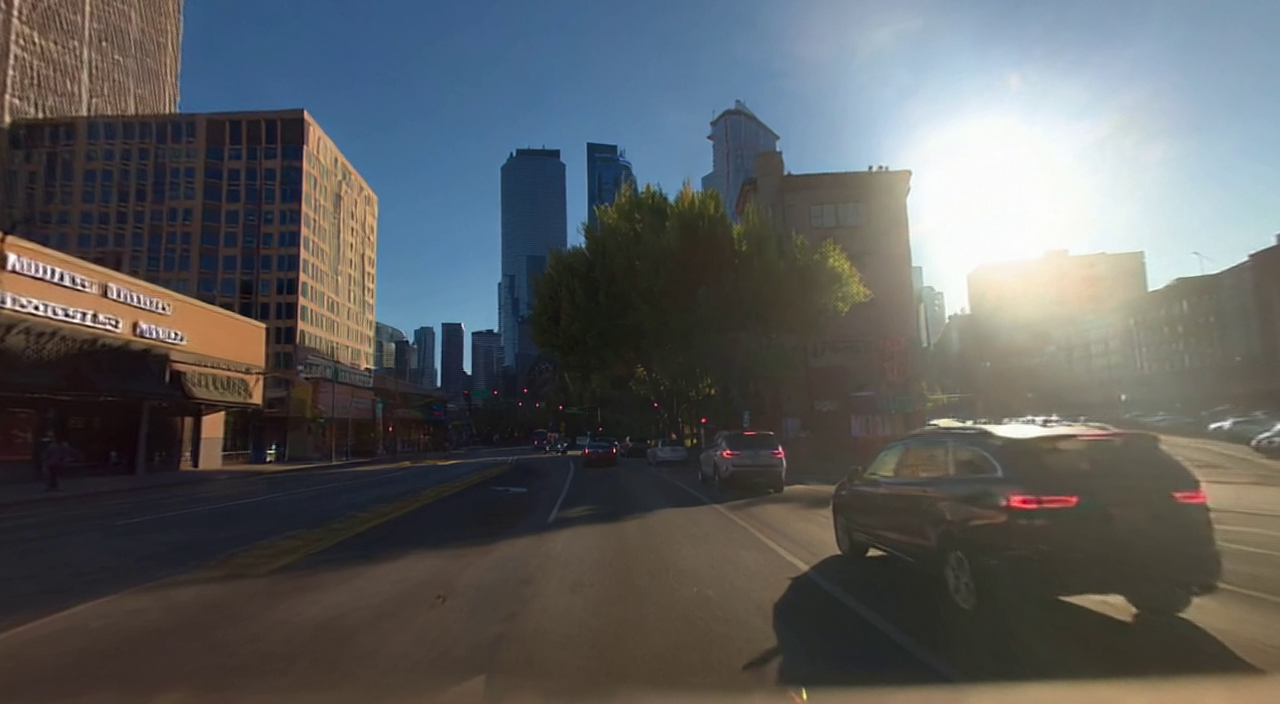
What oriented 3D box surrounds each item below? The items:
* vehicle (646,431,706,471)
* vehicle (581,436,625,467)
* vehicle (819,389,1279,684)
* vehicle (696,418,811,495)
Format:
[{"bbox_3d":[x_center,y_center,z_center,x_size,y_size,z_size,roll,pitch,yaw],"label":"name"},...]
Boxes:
[{"bbox_3d":[1.631,4.714,30.468,2.216,1.750,4.520,0,-8,-6],"label":"vehicle"},{"bbox_3d":[-1.996,5.202,33.049,2.068,1.512,3.987,1,-9,-6],"label":"vehicle"},{"bbox_3d":[3.209,1.280,5.554,1.966,1.596,3.980,0,-8,-2],"label":"vehicle"},{"bbox_3d":[2.852,2.761,16.983,2.046,1.768,4.370,0,-8,-3],"label":"vehicle"}]
